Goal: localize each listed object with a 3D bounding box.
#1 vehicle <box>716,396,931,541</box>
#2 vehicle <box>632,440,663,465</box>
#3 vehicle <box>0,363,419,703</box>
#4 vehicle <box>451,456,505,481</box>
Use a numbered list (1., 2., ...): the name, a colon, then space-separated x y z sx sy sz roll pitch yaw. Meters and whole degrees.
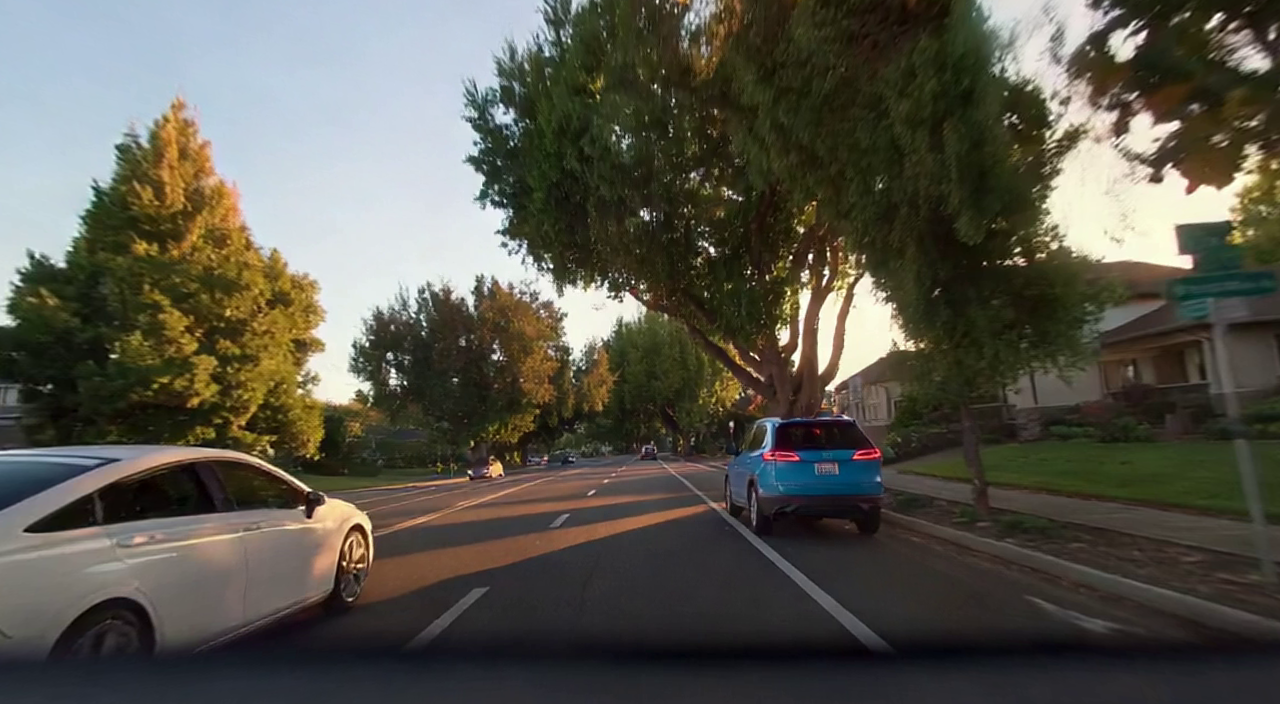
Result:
1. vehicle: 2.987 2.100 11.950 2.338 2.063 5.592 0 -9 0
2. vehicle: 0.522 7.300 45.990 2.138 1.729 4.178 0 -9 0
3. vehicle: -3.213 1.129 3.806 2.058 1.659 4.514 -1 -9 1
4. vehicle: -10.455 7.533 41.004 1.893 1.441 4.604 -1 -9 6
